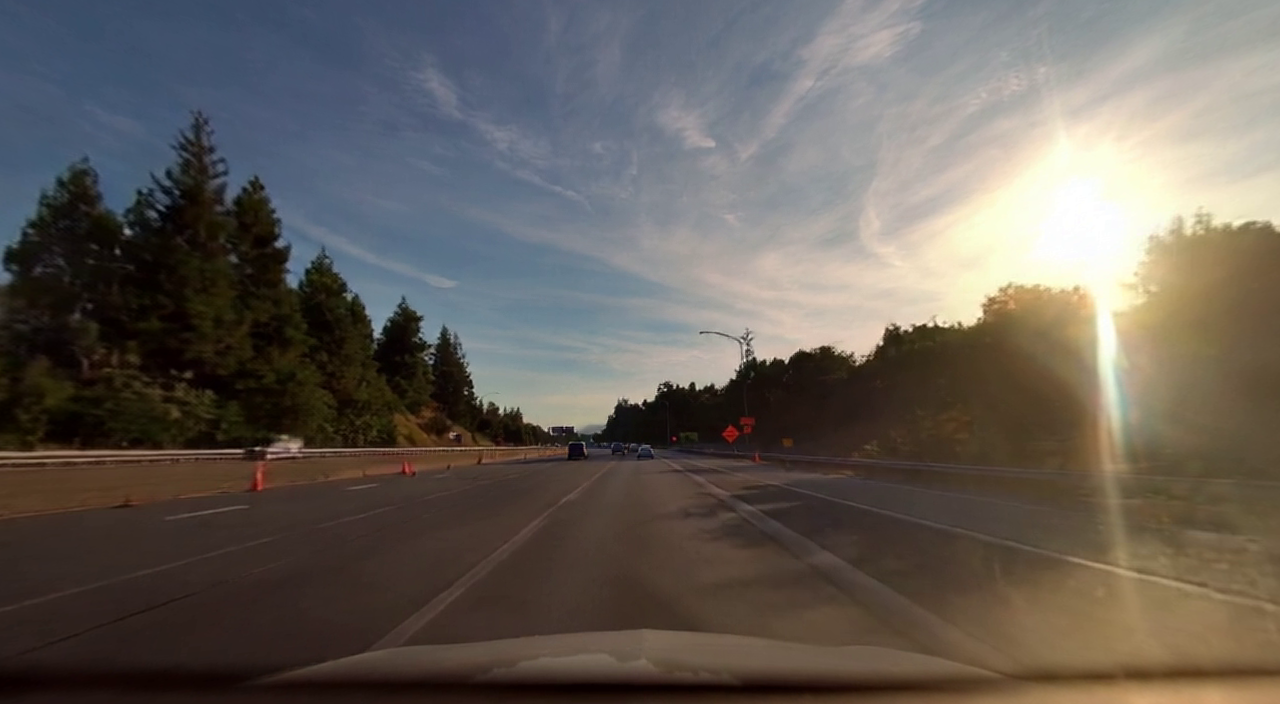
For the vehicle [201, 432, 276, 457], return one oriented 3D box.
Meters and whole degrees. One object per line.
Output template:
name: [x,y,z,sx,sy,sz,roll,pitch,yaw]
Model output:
vehicle: [-24.104,5.562,38.015,1.852,1.403,3.920,0,-8,1]
